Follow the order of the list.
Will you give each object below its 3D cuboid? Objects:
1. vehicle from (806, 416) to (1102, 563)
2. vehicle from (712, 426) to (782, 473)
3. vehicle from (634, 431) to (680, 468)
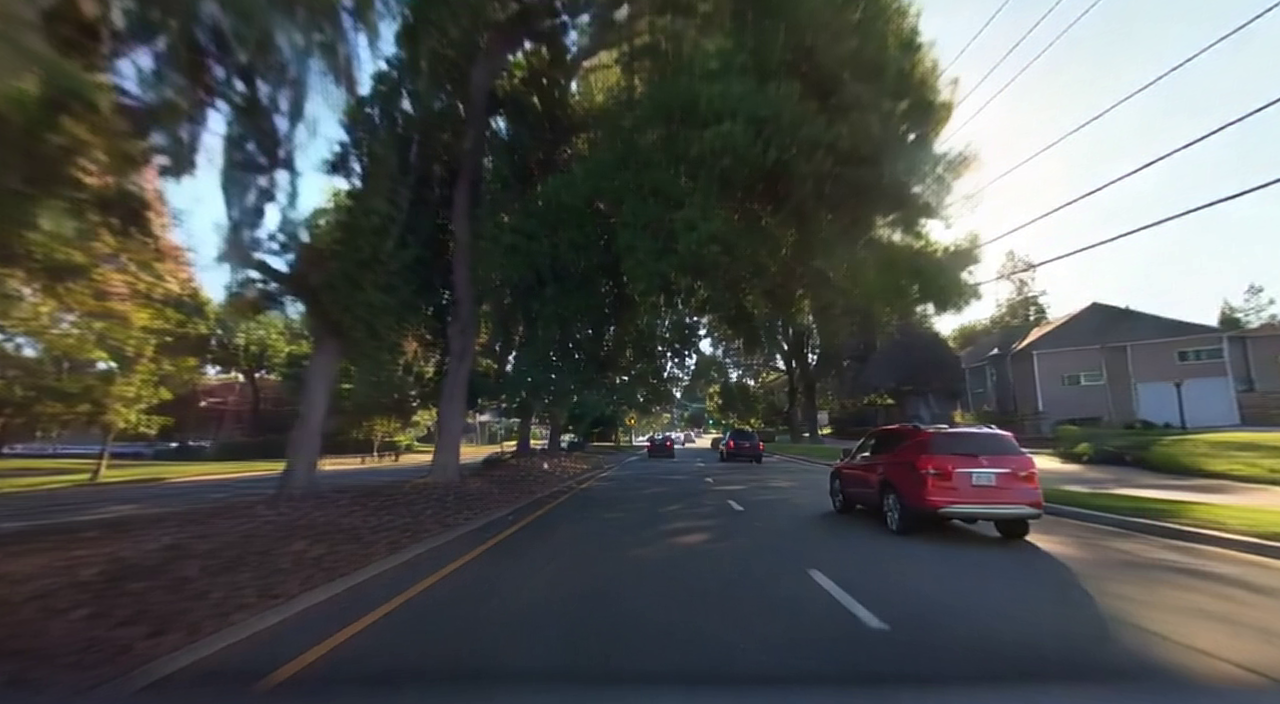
[{"bbox_3d":[3.868,1.755,8.819,1.881,1.512,4.294,0,-8,0],"label":"vehicle"},{"bbox_3d":[4.593,4.287,27.964,2.254,1.840,4.918,-1,-8,0],"label":"vehicle"},{"bbox_3d":[0.852,4.981,32.278,2.163,1.746,4.073,-1,-8,1],"label":"vehicle"}]
